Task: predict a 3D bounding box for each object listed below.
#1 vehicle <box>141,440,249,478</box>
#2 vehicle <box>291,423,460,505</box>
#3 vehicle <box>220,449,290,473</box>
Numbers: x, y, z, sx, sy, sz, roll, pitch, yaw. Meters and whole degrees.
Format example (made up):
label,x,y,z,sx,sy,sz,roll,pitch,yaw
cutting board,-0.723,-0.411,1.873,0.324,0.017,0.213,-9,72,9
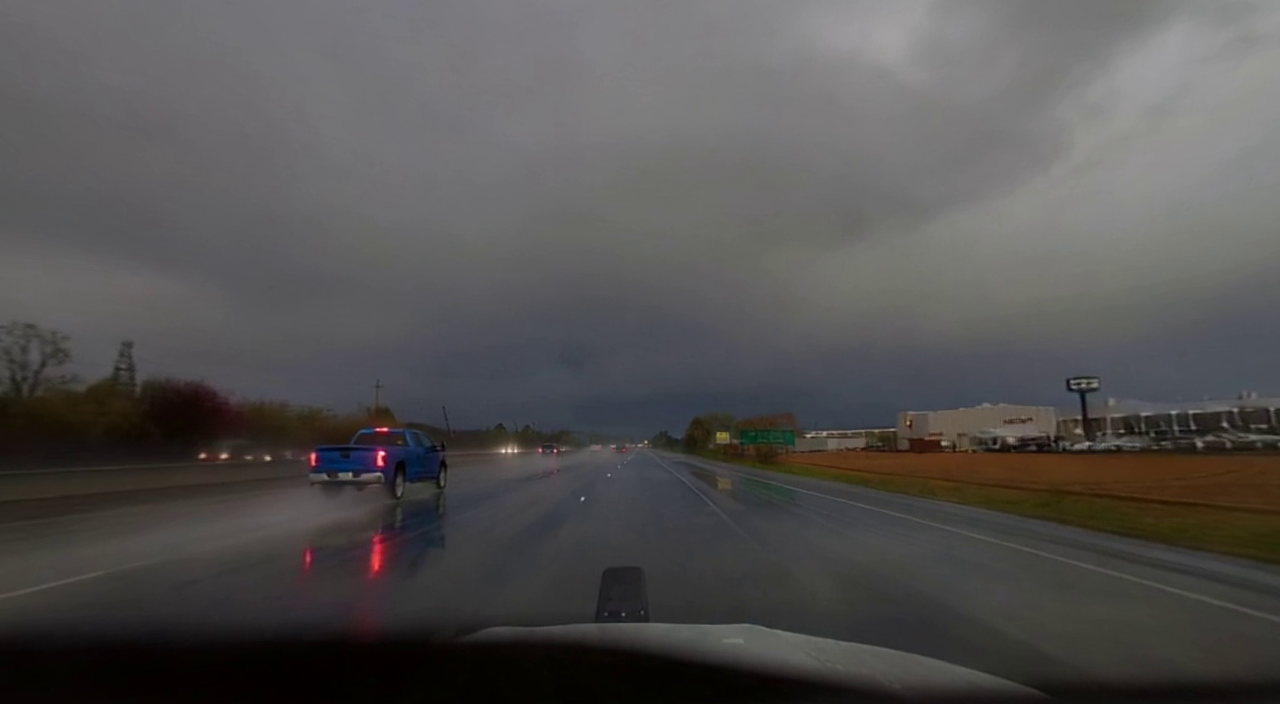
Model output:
label,x,y,z,sx,sy,sz,roll,pitch,yaw
vehicle,-29.234,7.023,41.809,2.756,2.175,6.080,-3,-8,0
vehicle,-7.077,3.063,17.852,2.156,1.911,5.956,0,-8,1
vehicle,-29.242,8.284,48.099,2.119,1.617,5.154,-1,-8,0
